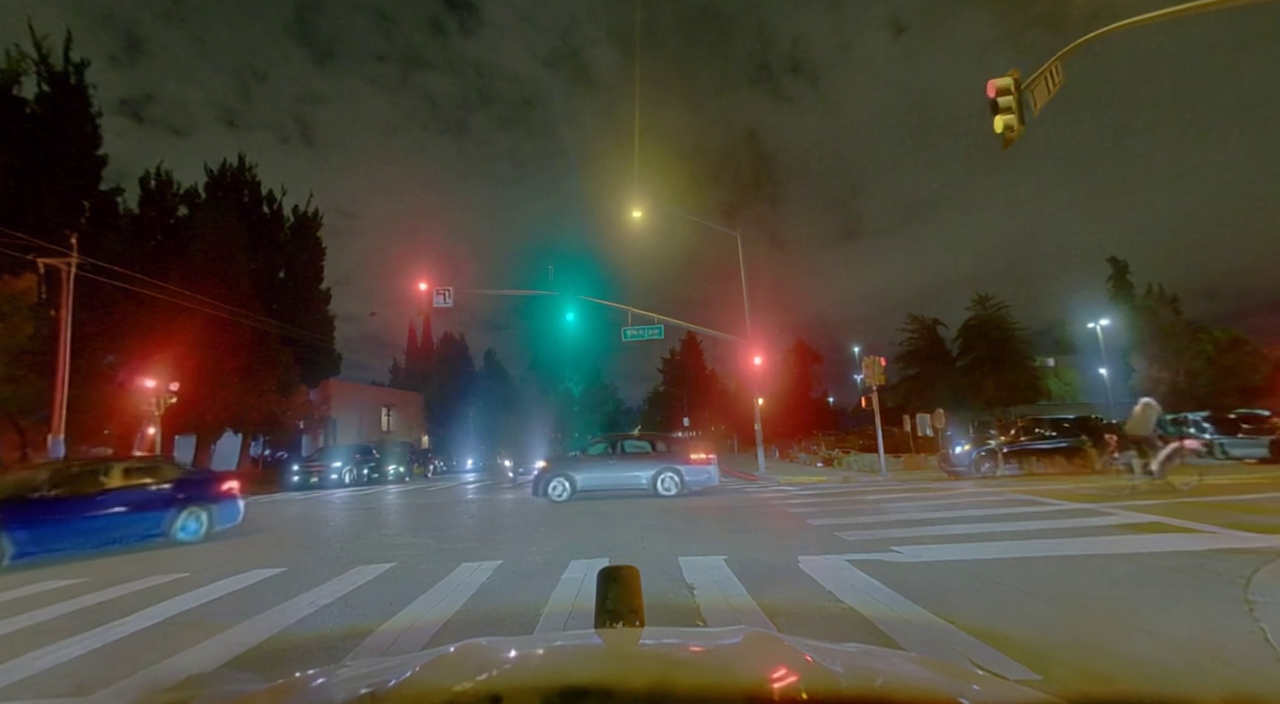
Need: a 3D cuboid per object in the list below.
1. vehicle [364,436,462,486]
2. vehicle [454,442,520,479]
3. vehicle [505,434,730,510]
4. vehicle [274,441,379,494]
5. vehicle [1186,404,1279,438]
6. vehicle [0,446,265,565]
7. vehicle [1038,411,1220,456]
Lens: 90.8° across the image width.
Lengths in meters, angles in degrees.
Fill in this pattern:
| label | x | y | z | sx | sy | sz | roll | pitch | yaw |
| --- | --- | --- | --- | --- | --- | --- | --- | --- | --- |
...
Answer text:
| label | x | y | z | sx | sy | sz | roll | pitch | yaw |
| --- | --- | --- | --- | --- | --- | --- | --- | --- | --- |
| vehicle | -10.194 | 4.951 | 29.045 | 2.475 | 1.940 | 5.702 | -3 | -9 | -1 |
| vehicle | -7.005 | 4.989 | 29.311 | 2.024 | 1.470 | 4.153 | -3 | -9 | -1 |
| vehicle | -0.518 | 2.475 | 13.274 | 4.385 | 1.419 | 1.855 | 1 | -9 | -8 |
| vehicle | -13.750 | 5.058 | 28.133 | 2.251 | 1.957 | 4.968 | -4 | -9 | -1 |
| vehicle | 34.884 | 4.020 | 36.665 | 4.326 | 1.511 | 1.725 | -8 | -9 | 16 |
| vehicle | -8.071 | 2.027 | 8.742 | 1.755 | 1.419 | 4.533 | -6 | -11 | 35 |
| vehicle | 16.898 | 2.905 | 22.130 | 4.560 | 1.453 | 1.851 | -3 | -9 | 18 |
